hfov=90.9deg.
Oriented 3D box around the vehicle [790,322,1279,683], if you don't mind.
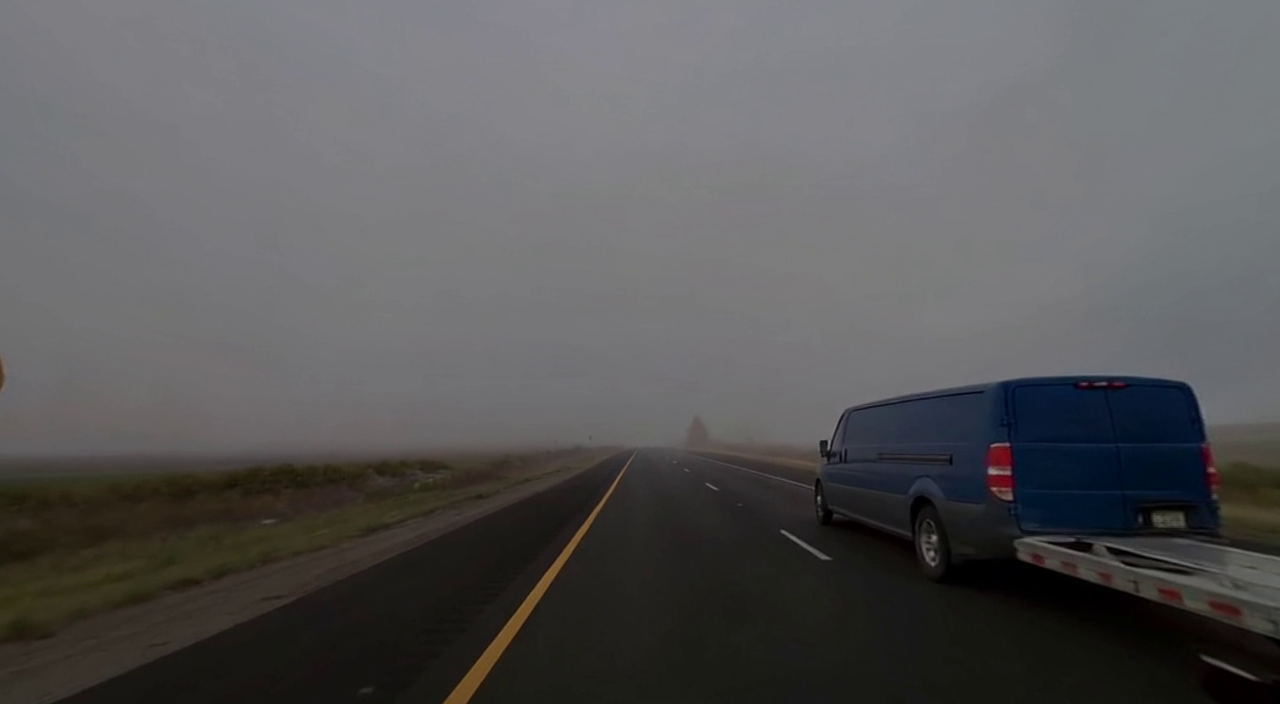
[{"bbox_3d":[4.077,1.374,7.363,2.686,2.043,7.449,0,-8,-1],"label":"vehicle"}]
